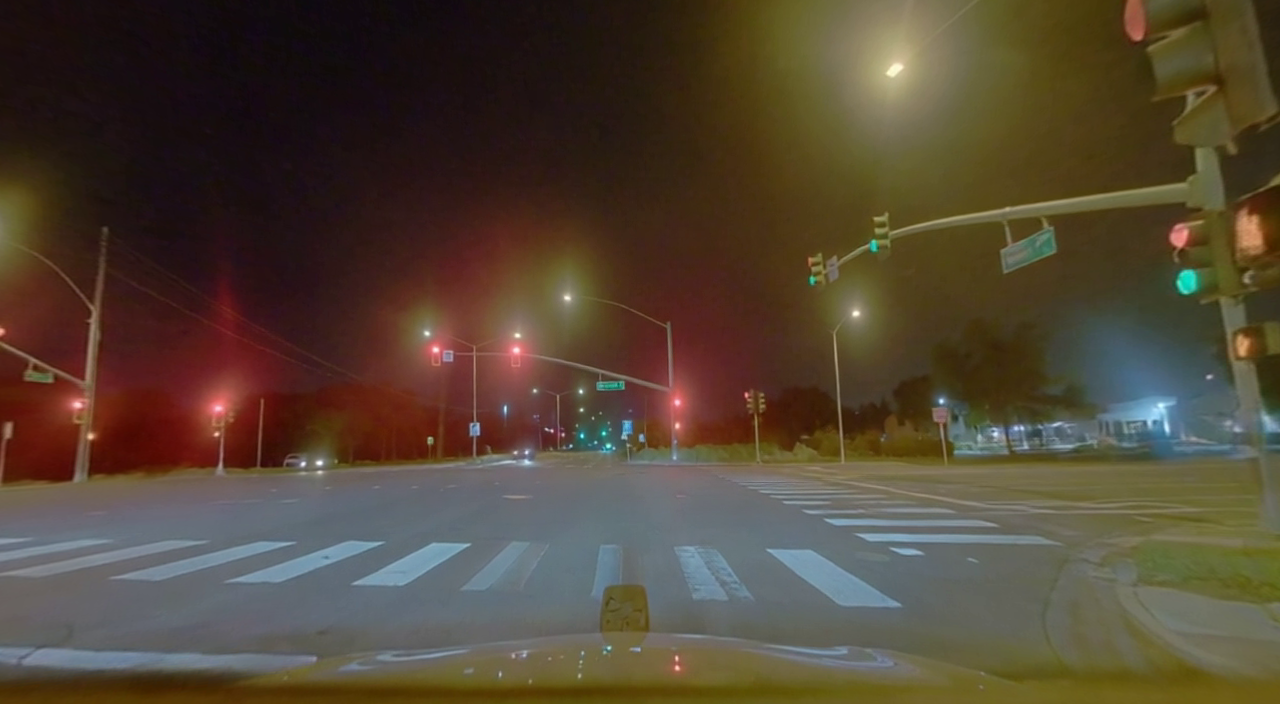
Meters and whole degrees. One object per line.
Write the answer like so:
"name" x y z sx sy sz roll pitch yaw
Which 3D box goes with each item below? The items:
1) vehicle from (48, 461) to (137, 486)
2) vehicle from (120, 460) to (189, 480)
"vehicle" -36.142 8.001 41.673 4.241 1.413 1.673 -2 -7 -2
"vehicle" -35.897 8.716 46.665 3.681 1.423 1.680 0 -8 -1
